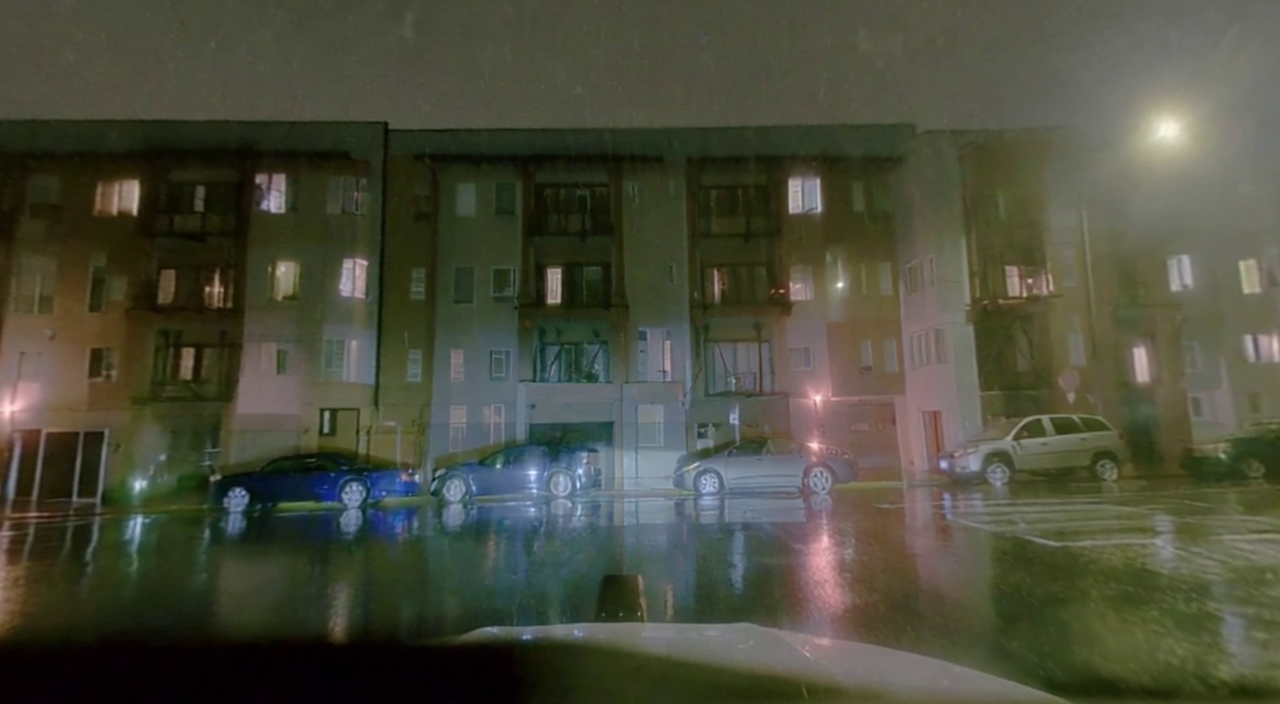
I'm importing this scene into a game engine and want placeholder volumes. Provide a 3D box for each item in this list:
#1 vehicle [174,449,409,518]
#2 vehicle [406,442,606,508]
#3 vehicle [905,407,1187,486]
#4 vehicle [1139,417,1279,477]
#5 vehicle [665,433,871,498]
[{"bbox_3d":[-8.025,3.053,14.947,4.423,1.449,1.813,1,-8,-6],"label":"vehicle"},{"bbox_3d":[-3.108,2.945,15.401,4.489,1.470,1.776,1,-8,-5],"label":"vehicle"},{"bbox_3d":[10.265,2.418,16.337,5.739,1.852,2.330,0,-8,-4],"label":"vehicle"},{"bbox_3d":[16.183,2.504,16.753,4.426,1.476,1.864,1,-8,-5],"label":"vehicle"},{"bbox_3d":[3.066,2.793,15.763,4.681,1.480,1.817,0,-8,-4],"label":"vehicle"}]
